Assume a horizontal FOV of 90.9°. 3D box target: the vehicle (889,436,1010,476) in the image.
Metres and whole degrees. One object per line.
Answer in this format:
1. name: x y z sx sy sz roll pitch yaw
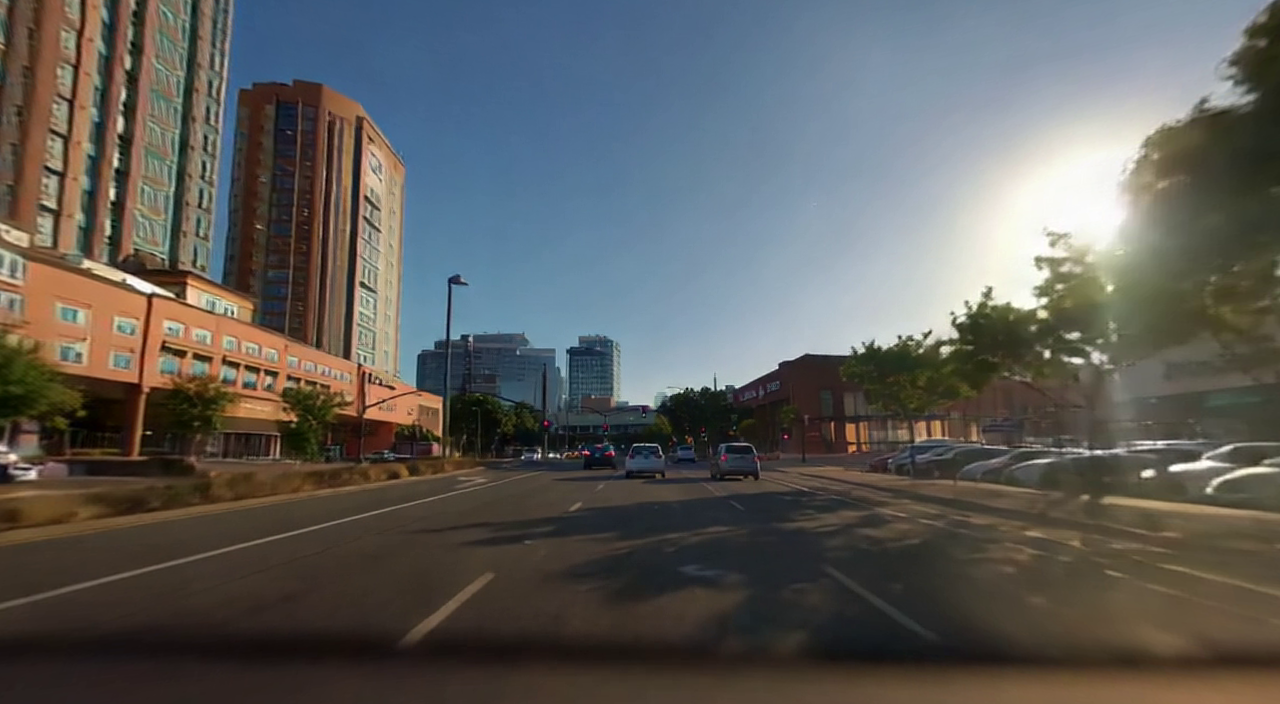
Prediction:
1. vehicle: 15.044 5.082 30.853 4.775 1.728 1.996 -2 -9 0

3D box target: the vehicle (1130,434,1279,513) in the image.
1. vehicle: 14.289 2.922 15.689 4.361 1.682 1.978 6 -11 -35

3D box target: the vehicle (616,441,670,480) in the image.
1. vehicle: 0.140 4.514 26.432 2.059 1.477 3.988 0 -9 1

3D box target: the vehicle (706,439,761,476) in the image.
1. vehicle: 4.569 5.227 31.428 2.007 1.683 4.171 0 -9 -1

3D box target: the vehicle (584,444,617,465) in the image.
1. vehicle: -2.875 7.639 47.176 2.029 1.482 4.591 0 -9 2

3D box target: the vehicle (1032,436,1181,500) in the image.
1. vehicle: 14.073 3.401 18.948 4.654 1.692 1.955 6 -10 -33
